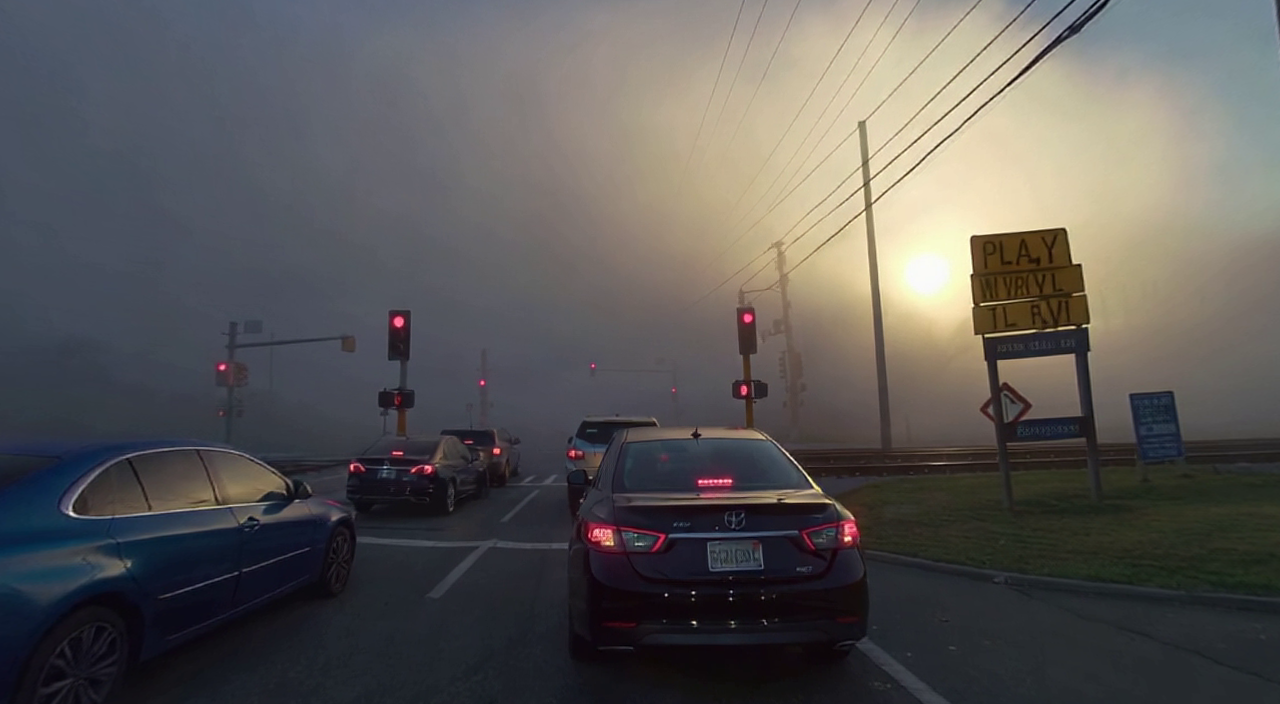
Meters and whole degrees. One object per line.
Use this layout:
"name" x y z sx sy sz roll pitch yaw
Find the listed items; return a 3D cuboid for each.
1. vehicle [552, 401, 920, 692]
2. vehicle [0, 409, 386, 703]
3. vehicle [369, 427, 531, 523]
"vehicle" 0.406 1.336 5.455 1.998 1.529 3.960 1 -9 -4
"vehicle" -3.712 1.247 4.437 1.956 1.468 4.585 0 -9 0
"vehicle" -3.369 2.262 12.076 1.984 1.505 3.982 0 -9 -2
